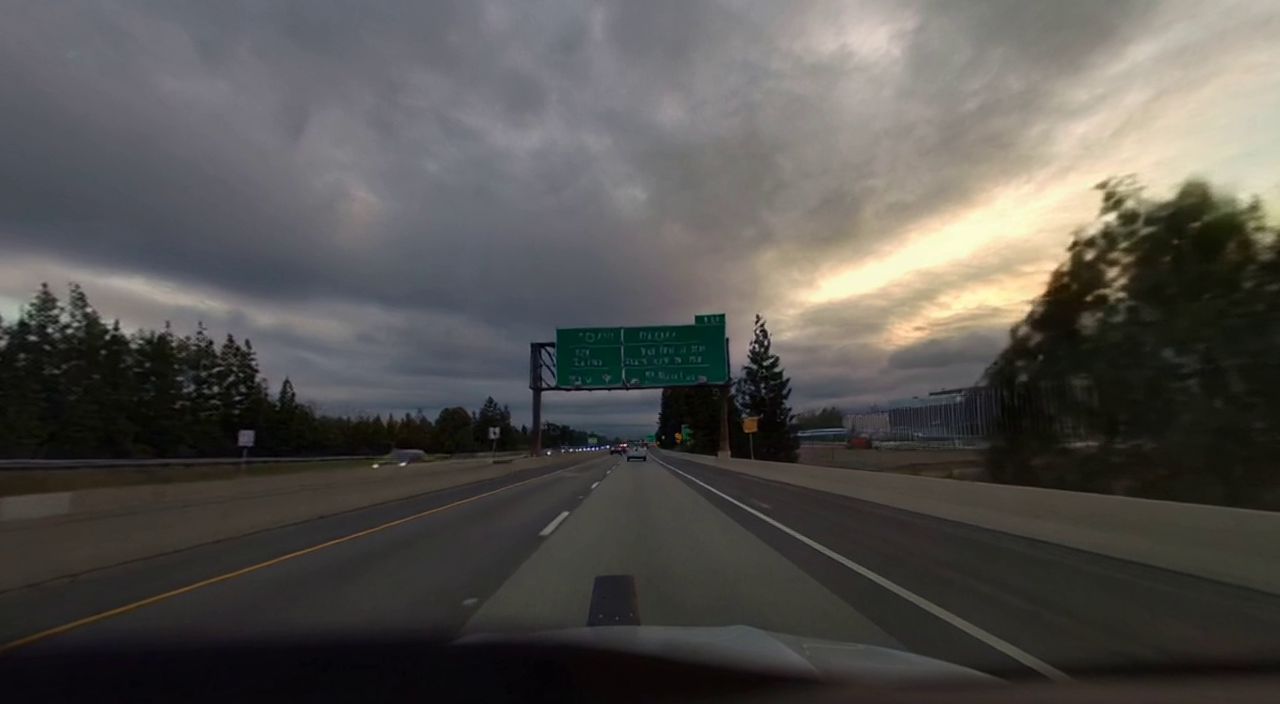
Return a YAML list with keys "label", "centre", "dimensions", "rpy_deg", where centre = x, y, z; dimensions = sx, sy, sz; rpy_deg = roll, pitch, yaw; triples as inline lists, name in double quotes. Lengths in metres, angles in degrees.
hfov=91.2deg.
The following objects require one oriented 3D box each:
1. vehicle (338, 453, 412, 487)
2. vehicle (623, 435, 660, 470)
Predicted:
- label: "vehicle"
  centre: [-12.962, 5.781, 30.910]
  dimensions: [1.899, 1.516, 4.089]
  rpy_deg: [0, -9, -1]
- label: "vehicle"
  centre: [0.134, 6.532, 40.945]
  dimensions: [2.268, 2.122, 4.595]
  rpy_deg: [-1, -9, 1]
